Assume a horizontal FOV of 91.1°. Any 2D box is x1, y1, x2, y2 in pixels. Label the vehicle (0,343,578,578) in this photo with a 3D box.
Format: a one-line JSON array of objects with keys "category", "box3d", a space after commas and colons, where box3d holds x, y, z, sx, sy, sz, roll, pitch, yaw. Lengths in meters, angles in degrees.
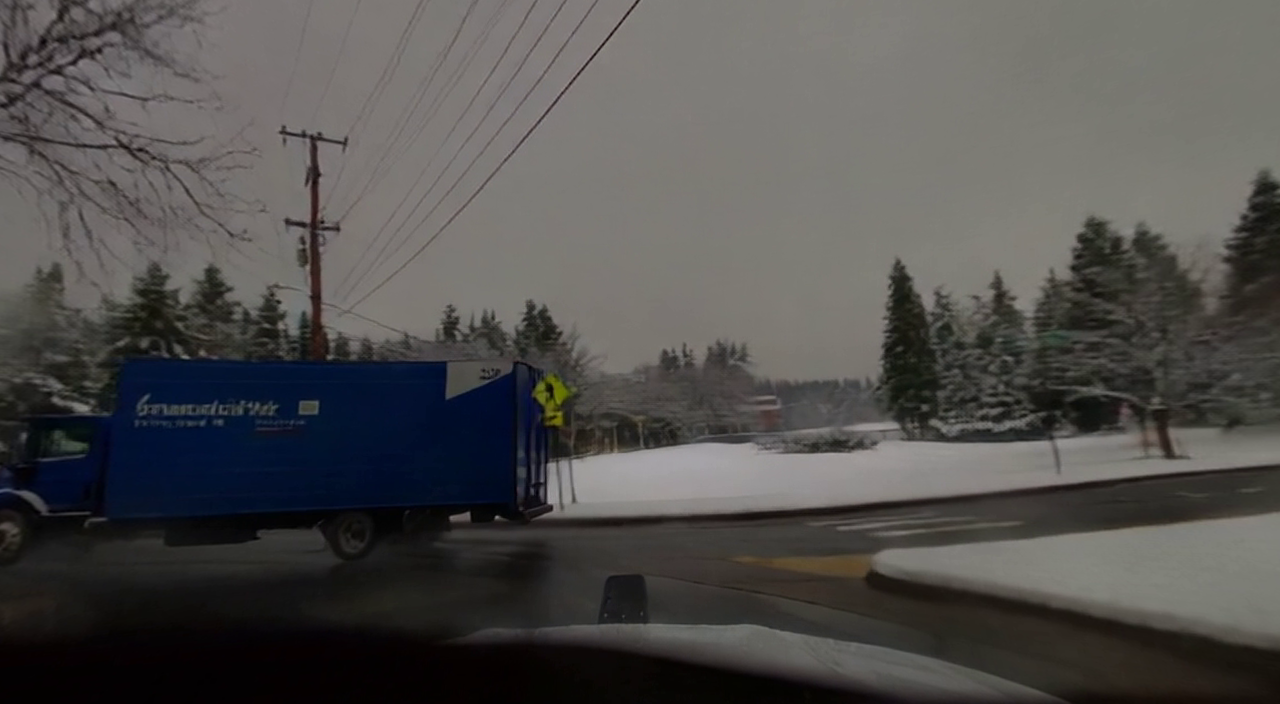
[{"category": "vehicle", "box3d": [-6.189, 1.818, 11.138, 9.680, 3.326, 2.838, -1, -8, 9]}]
